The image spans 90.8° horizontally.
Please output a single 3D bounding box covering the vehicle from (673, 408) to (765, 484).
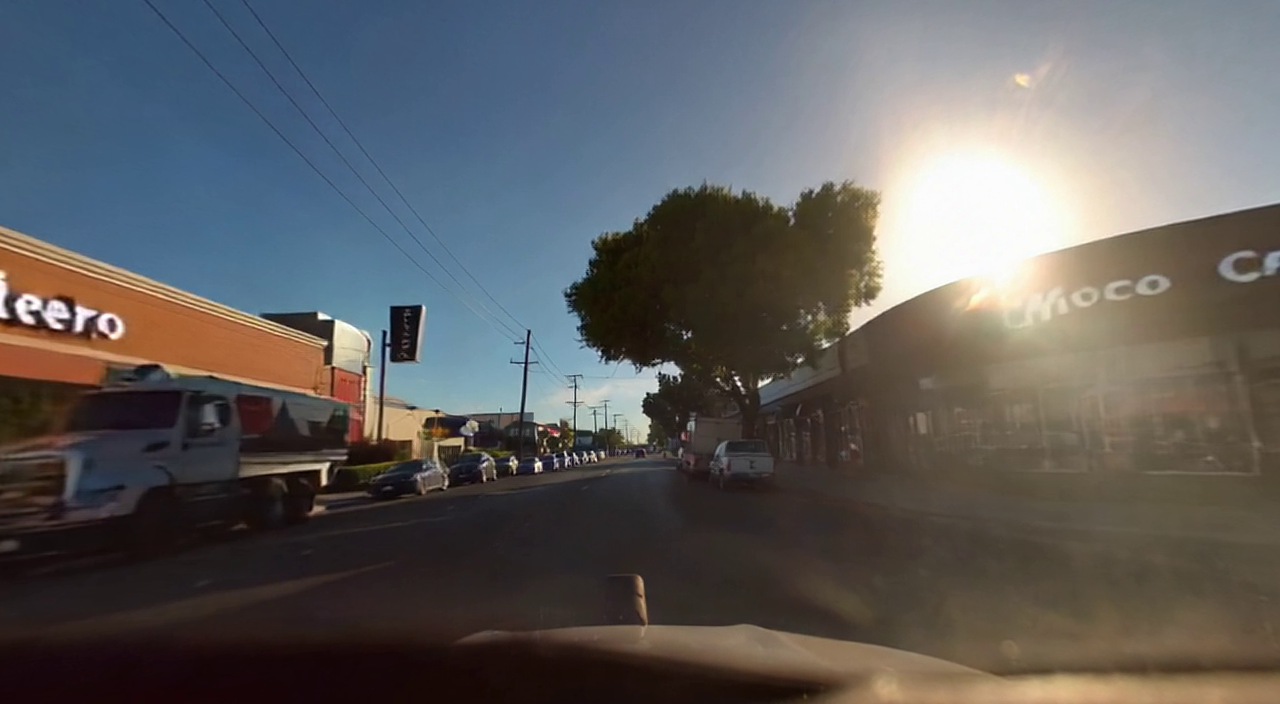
[{"bbox_3d":[3.653,4.612,31.904,3.011,3.127,8.608,-3,-7,-3],"label":"vehicle"}]

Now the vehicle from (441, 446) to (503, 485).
[{"bbox_3d":[-8.064,5.437,30.647,1.882,1.639,4.187,-3,-8,0],"label":"vehicle"}]

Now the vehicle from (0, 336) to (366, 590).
[{"bbox_3d":[-8.182,1.910,11.685,2.745,3.157,7.388,-1,-8,1],"label":"vehicle"}]

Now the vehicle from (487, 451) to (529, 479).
[{"bbox_3d":[-7.997,6.862,38.520,1.678,1.468,3.706,-4,-9,0],"label":"vehicle"}]

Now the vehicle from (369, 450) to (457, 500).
[{"bbox_3d":[-8.139,4.409,23.024,1.704,1.464,4.089,-3,-8,0],"label":"vehicle"}]

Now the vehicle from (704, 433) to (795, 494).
[{"bbox_3d":[3.514,3.685,21.286,2.097,1.784,4.915,0,-8,-1],"label":"vehicle"}]
